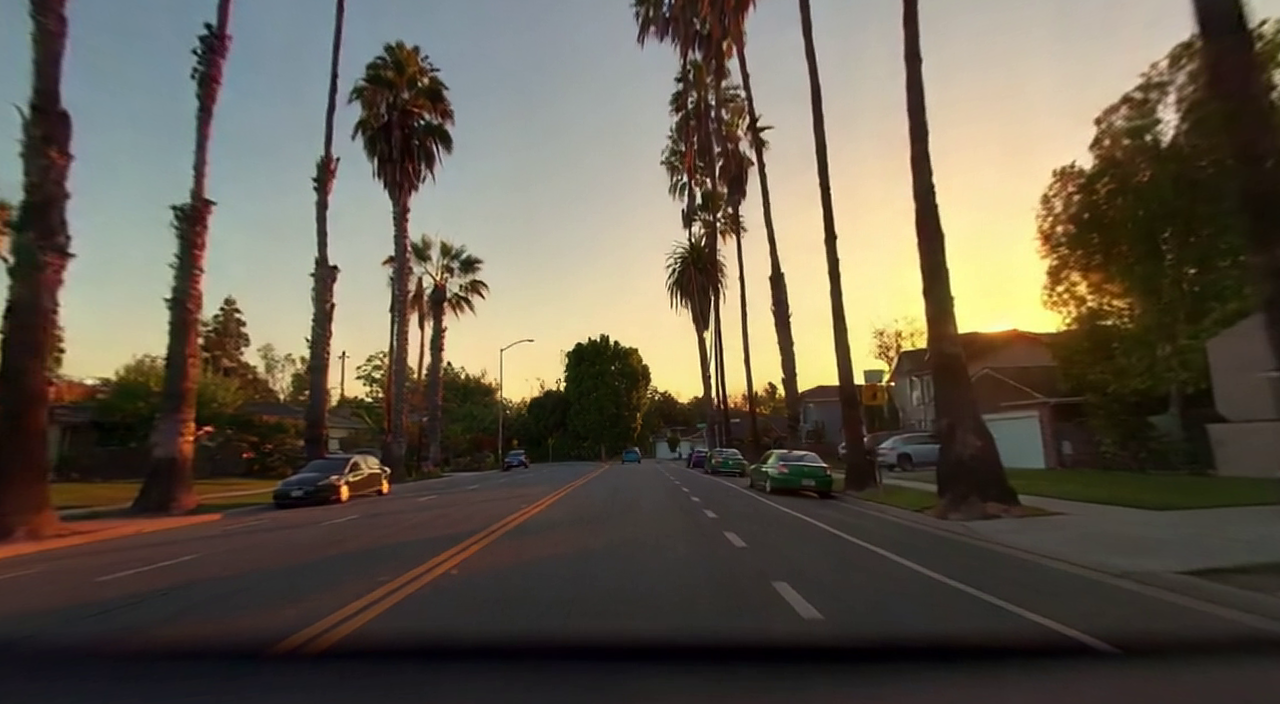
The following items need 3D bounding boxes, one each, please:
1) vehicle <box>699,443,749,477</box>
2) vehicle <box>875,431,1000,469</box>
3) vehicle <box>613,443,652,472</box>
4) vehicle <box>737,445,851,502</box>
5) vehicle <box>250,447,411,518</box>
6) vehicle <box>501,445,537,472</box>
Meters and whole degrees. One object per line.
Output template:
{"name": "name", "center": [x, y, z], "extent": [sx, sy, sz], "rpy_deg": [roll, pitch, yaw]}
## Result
{"name": "vehicle", "center": [4.365, 5.677, 33.669], "extent": [2.017, 1.646, 5.389], "rpy_deg": [0, -8, 1]}
{"name": "vehicle", "center": [12.545, 4.149, 26.815], "extent": [4.288, 1.539, 1.934], "rpy_deg": [0, -8, -1]}
{"name": "vehicle", "center": [-0.426, 5.896, 35.534], "extent": [2.098, 1.483, 4.099], "rpy_deg": [0, -8, -1]}
{"name": "vehicle", "center": [4.462, 3.594, 19.286], "extent": [2.033, 1.495, 5.175], "rpy_deg": [0, -8, -2]}
{"name": "vehicle", "center": [-9.005, 3.787, 19.109], "extent": [2.181, 1.527, 5.441], "rpy_deg": [-2, -7, 0]}
{"name": "vehicle", "center": [-9.100, 8.013, 47.676], "extent": [1.945, 1.666, 4.107], "rpy_deg": [-3, -6, -1]}
